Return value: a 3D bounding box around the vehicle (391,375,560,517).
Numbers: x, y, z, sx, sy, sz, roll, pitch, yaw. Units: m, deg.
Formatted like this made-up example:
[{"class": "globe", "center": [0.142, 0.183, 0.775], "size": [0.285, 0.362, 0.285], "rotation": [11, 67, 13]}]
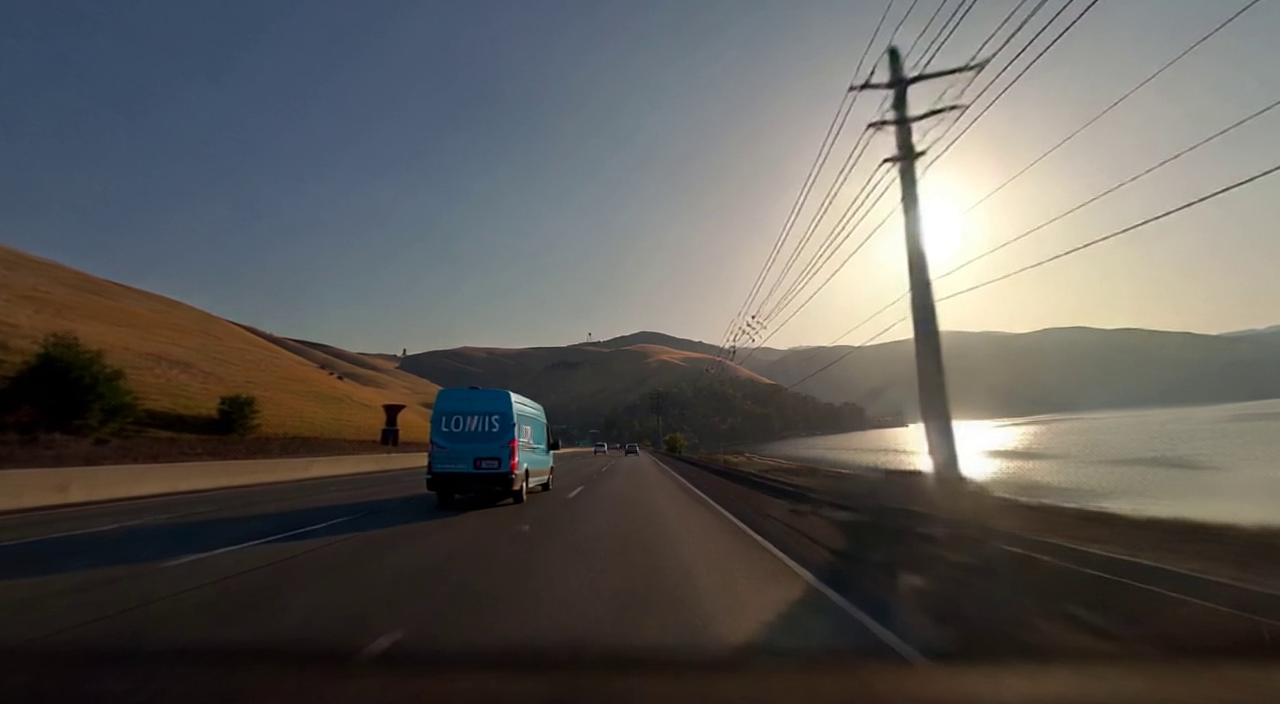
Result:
[{"class": "vehicle", "center": [-3.623, 2.314, 15.698], "size": [2.331, 2.757, 6.581], "rotation": [0, -8, 1]}]
